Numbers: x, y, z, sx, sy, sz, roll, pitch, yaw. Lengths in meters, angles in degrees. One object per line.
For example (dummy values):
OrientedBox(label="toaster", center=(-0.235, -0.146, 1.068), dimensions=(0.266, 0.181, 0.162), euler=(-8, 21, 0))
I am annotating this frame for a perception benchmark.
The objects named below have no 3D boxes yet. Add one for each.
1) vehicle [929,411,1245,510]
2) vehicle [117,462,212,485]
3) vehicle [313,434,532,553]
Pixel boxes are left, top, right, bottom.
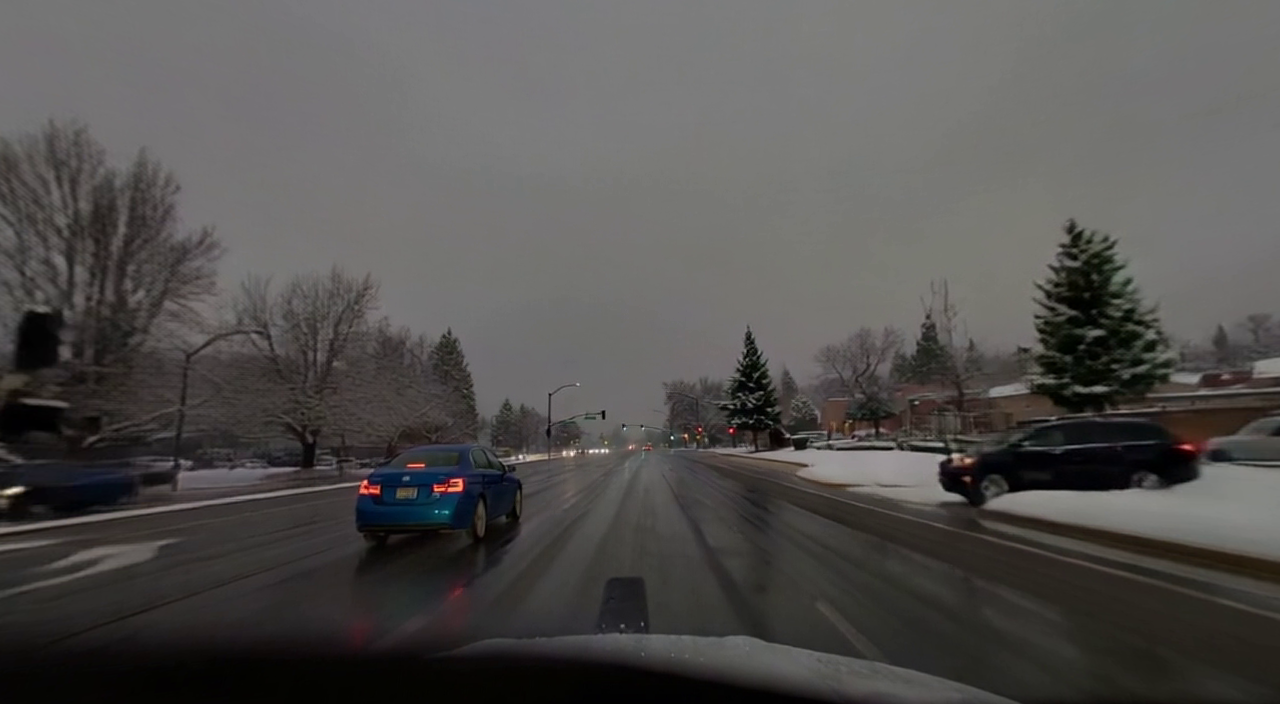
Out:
OrientedBox(label="vehicle", center=(8.465, 2.110, 12.497), dimensions=(4.511, 1.720, 2.131), euler=(-2, -8, 11))
OrientedBox(label="vehicle", center=(-30.979, 7.922, 41.145), dimensions=(4.737, 1.375, 1.926), euler=(-1, -8, 3))
OrientedBox(label="vehicle", center=(-3.131, 2.135, 10.232), dimensions=(1.924, 1.480, 4.421), euler=(0, -9, 1))
